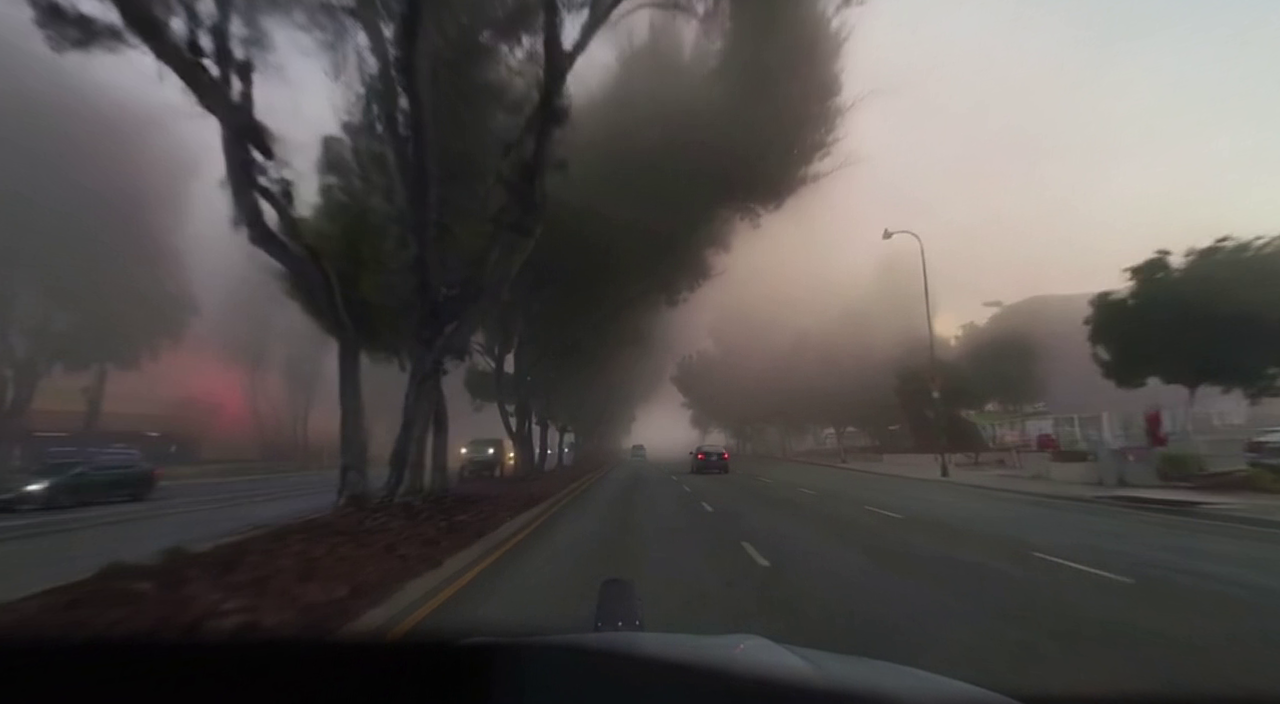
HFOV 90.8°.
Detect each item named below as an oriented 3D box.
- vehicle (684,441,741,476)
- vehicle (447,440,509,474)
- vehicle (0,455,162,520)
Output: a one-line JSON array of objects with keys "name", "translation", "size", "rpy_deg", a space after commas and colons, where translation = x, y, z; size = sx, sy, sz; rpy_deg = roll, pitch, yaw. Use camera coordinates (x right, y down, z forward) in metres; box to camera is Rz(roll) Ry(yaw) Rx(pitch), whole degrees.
[{"name": "vehicle", "translation": [3.255, 4.885, 29.151], "size": [1.983, 1.482, 4.463], "rpy_deg": [0, -9, -1]}, {"name": "vehicle", "translation": [-8.744, 5.701, 34.592], "size": [2.157, 1.720, 4.563], "rpy_deg": [0, -9, 1]}, {"name": "vehicle", "translation": [-15.676, 3.524, 17.005], "size": [2.000, 1.452, 4.469], "rpy_deg": [0, -9, 2]}]
